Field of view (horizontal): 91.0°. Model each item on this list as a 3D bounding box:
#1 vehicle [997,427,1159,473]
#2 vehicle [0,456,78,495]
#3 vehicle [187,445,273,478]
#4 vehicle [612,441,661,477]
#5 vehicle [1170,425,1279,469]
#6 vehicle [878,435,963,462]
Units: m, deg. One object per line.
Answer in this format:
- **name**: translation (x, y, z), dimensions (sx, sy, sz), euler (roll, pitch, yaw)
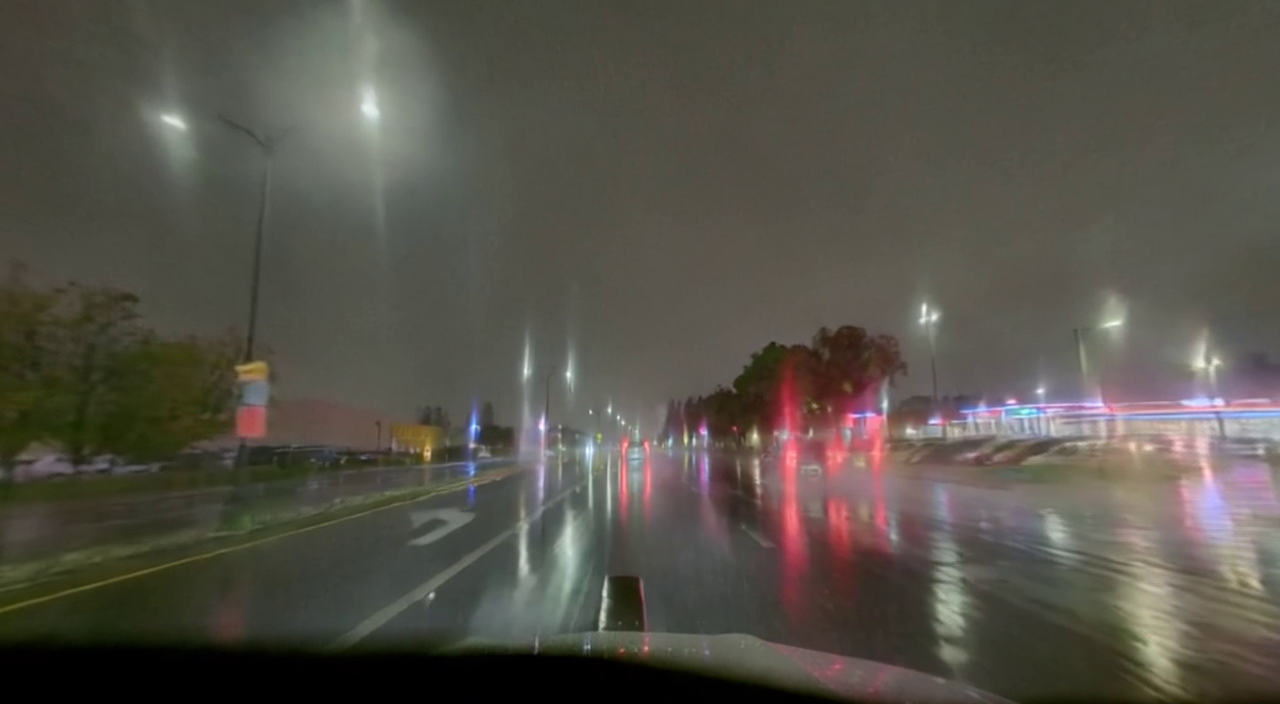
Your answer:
- **vehicle**: translation (17.908, 4.041, 25.939), dimensions (5.083, 1.778, 2.063), euler (0, -9, 0)
- **vehicle**: translation (-26.948, 5.184, 26.634), dimensions (4.282, 1.483, 2.020), euler (0, -8, -1)
- **vehicle**: translation (-27.009, 7.226, 41.576), dimensions (4.087, 1.755, 2.304), euler (-5, -9, 1)
- **vehicle**: translation (-0.184, 4.693, 27.872), dimensions (1.998, 1.452, 3.773), euler (0, -9, -1)
- **vehicle**: translation (28.007, 4.455, 29.492), dimensions (1.991, 1.877, 5.024), euler (-1, -9, 1)
- **vehicle**: translation (17.030, 5.876, 38.372), dimensions (4.224, 1.614, 2.028), euler (0, -9, -1)
